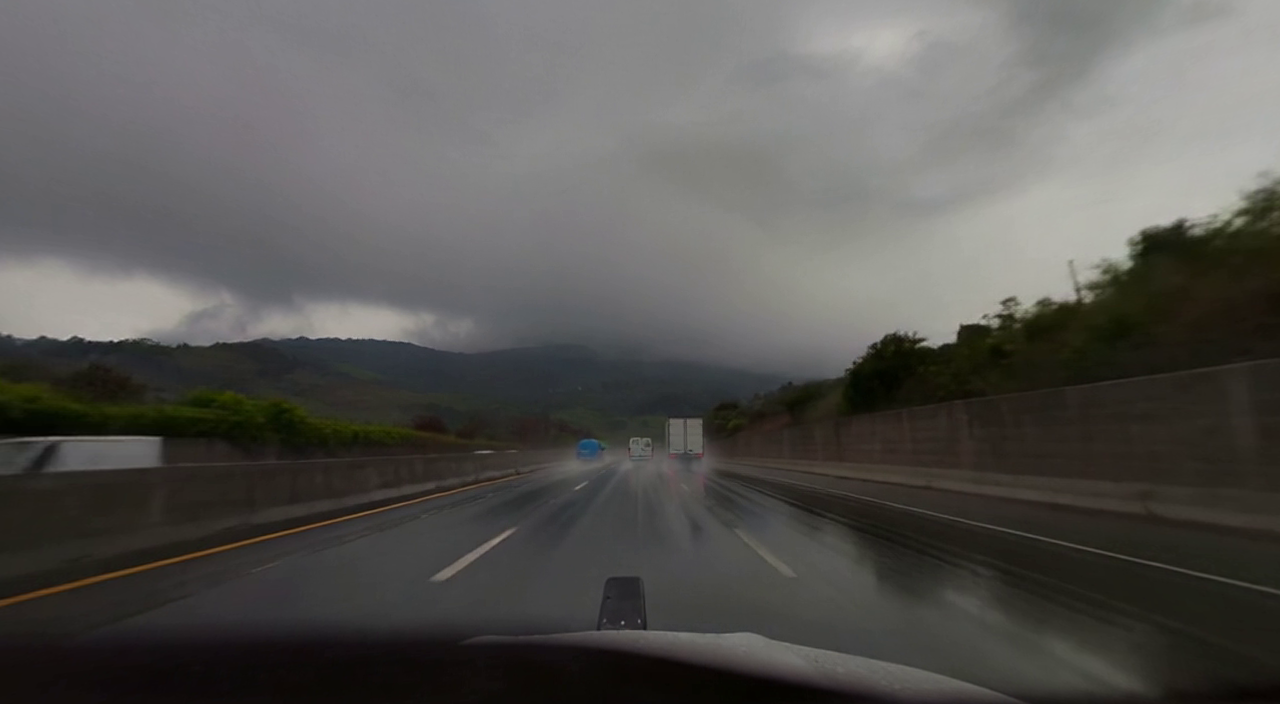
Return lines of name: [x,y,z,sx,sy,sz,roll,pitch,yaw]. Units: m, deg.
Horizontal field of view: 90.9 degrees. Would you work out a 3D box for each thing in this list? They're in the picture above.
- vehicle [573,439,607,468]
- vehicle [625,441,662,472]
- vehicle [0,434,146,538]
vehicle: [-3.612,7.453,46.422,1.955,2.004,4.792,-1,-9,1]
vehicle: [0.201,6.464,39.049,2.166,1.747,4.299,0,-9,0]
vehicle: [-16.409,3.419,16.379,2.308,2.449,5.847,0,-9,0]
